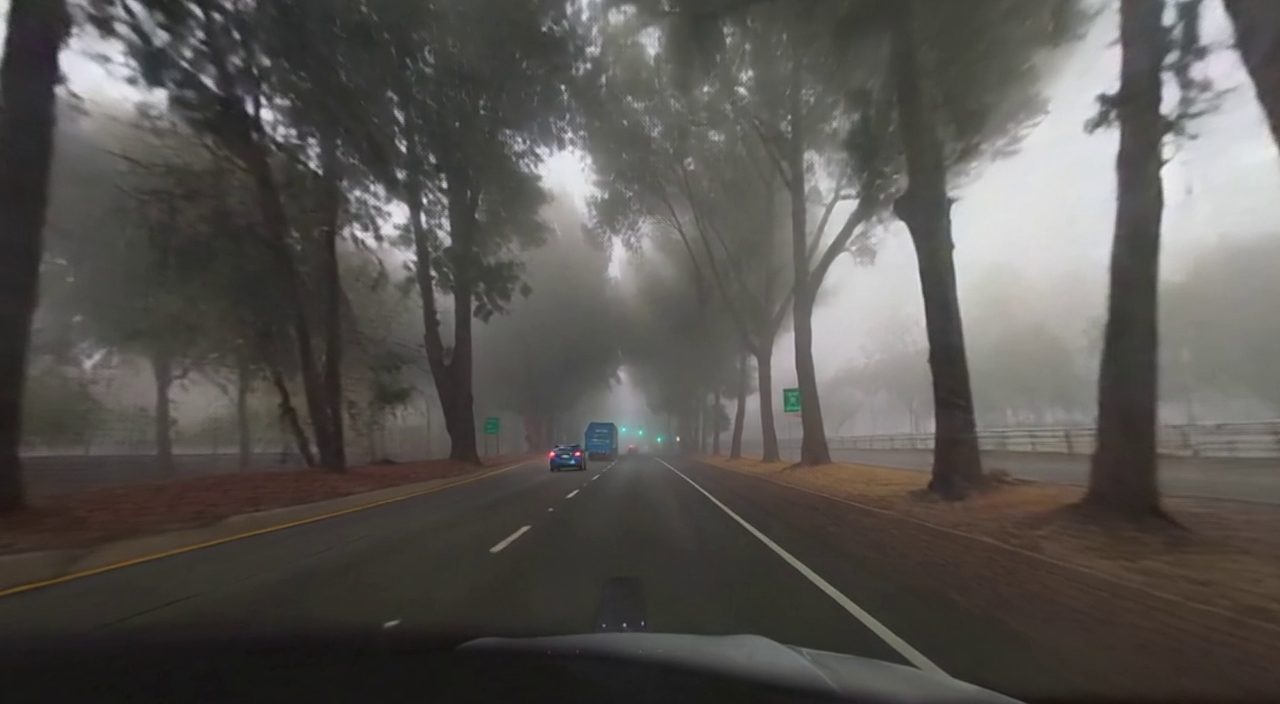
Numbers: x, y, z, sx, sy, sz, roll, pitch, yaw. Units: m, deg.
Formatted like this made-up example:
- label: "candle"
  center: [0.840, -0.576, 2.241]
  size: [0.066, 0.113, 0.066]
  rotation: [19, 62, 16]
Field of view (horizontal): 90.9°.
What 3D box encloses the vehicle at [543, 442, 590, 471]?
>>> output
- label: "vehicle"
  center: [-3.943, 5.687, 34.569]
  size: [2.005, 1.462, 4.345]
  rotation: [0, -8, 1]
